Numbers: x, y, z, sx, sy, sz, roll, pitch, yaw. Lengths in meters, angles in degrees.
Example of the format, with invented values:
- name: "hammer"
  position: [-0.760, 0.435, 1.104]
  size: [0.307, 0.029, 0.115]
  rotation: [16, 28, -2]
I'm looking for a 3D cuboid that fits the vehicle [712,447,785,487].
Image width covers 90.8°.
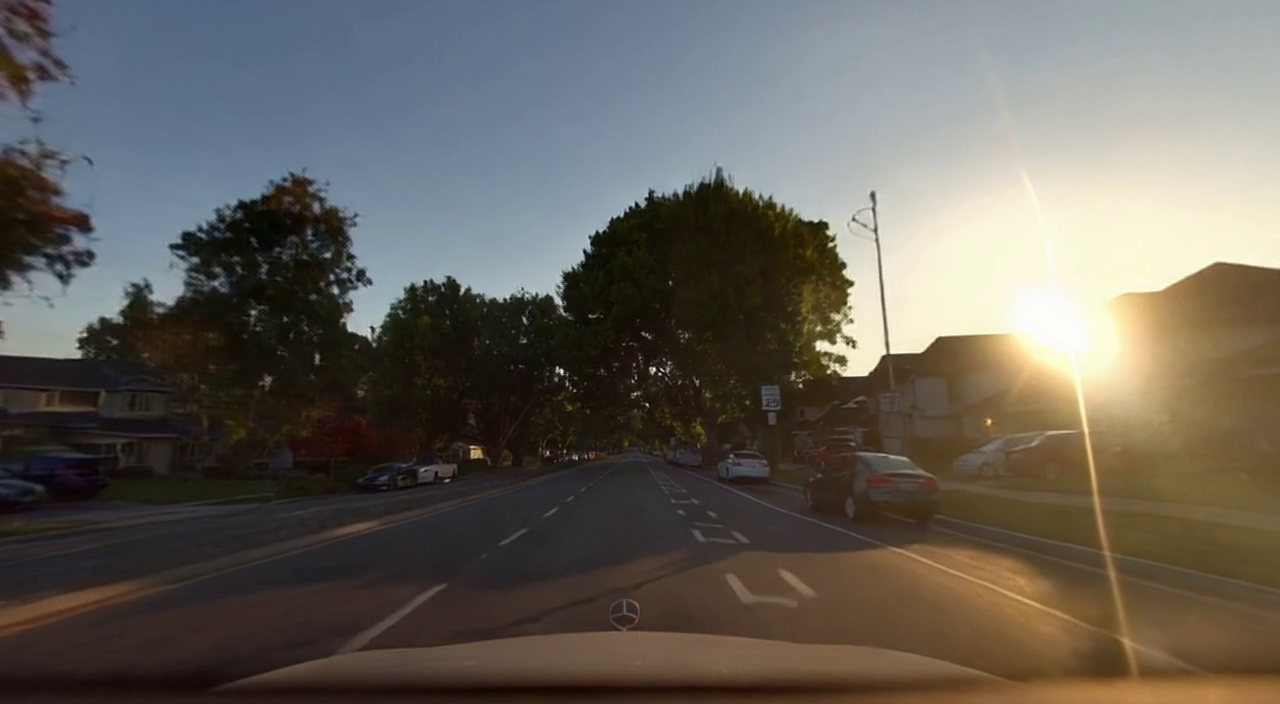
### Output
- name: "vehicle"
  position: [4.520, 4.859, 27.109]
  size: [2.035, 1.498, 4.910]
  rotation: [-1, -9, -3]

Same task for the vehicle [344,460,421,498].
- name: "vehicle"
  position: [-12.827, 6.312, 31.823]
  size: [1.925, 1.498, 4.850]
  rotation: [-4, -8, -1]

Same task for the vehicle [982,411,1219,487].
- name: "vehicle"
  position: [12.639, 2.732, 17.657]
  size: [4.850, 1.610, 1.980]
  rotation: [-5, -10, 3]

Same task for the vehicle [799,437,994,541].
- name: "vehicle"
  position: [4.686, 2.602, 12.533]
  size: [1.934, 1.546, 5.009]
  rotation: [2, -10, 2]

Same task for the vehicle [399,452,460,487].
- name: "vehicle"
  position: [-12.796, 7.180, 38.766]
  size: [2.075, 1.917, 4.984]
  rotation: [-1, -10, 0]

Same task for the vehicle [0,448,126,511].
- name: "vehicle"
  position: [-21.360, 4.344, 21.912]
  size: [5.005, 1.796, 2.268]
  rotation: [3, -9, 3]

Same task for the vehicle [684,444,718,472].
- name: "vehicle"
  position: [4.214, 7.431, 44.556]
  size: [2.074, 1.838, 5.402]
  rotation: [0, -8, 2]
